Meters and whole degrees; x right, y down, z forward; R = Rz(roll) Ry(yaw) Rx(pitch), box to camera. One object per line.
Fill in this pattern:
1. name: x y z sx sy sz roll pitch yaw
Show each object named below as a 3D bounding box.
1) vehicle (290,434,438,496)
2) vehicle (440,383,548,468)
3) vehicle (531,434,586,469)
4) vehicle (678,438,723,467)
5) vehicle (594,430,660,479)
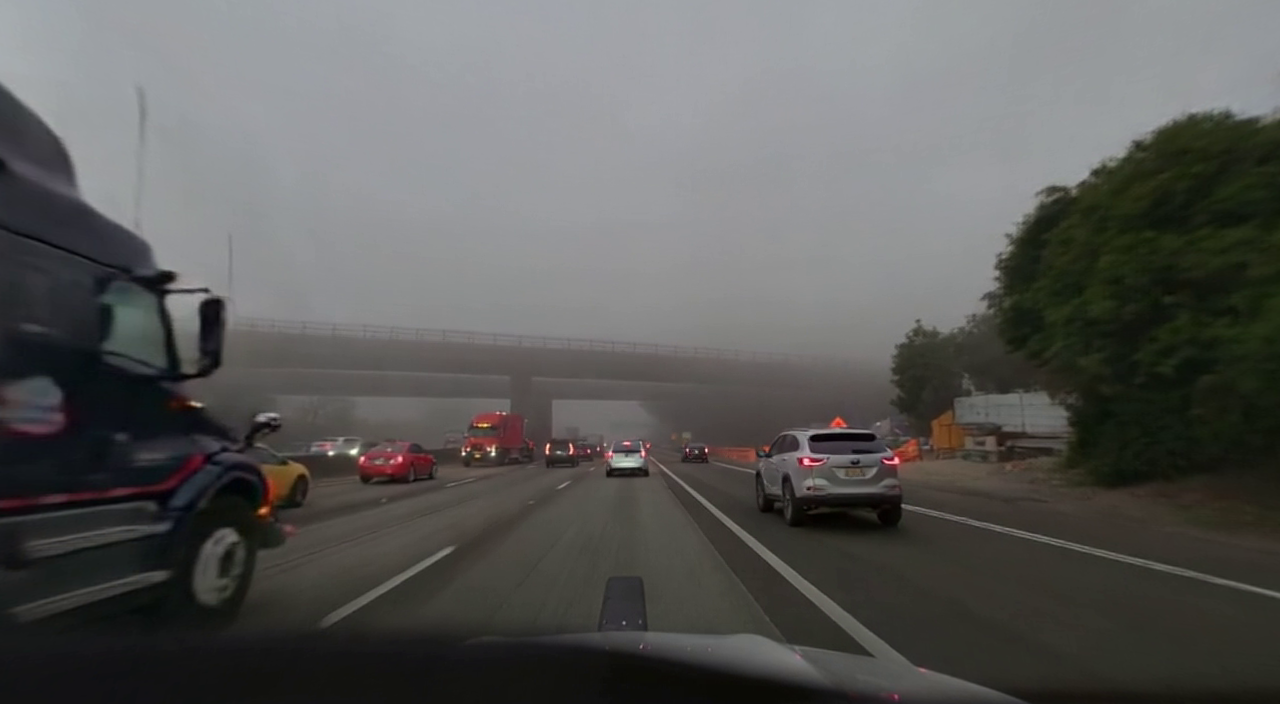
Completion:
1. vehicle: -7.482 3.104 17.753 1.948 1.494 4.749 0 -8 1
2. vehicle: -7.440 4.106 34.113 2.959 3.886 10.574 0 -8 2
3. vehicle: -4.036 5.007 31.969 2.124 1.639 4.344 0 -8 2
4. vehicle: 3.182 5.374 33.939 2.003 1.465 4.092 0 -8 -1
5. vehicle: -0.466 3.865 23.999 2.270 1.696 4.061 0 -8 0
